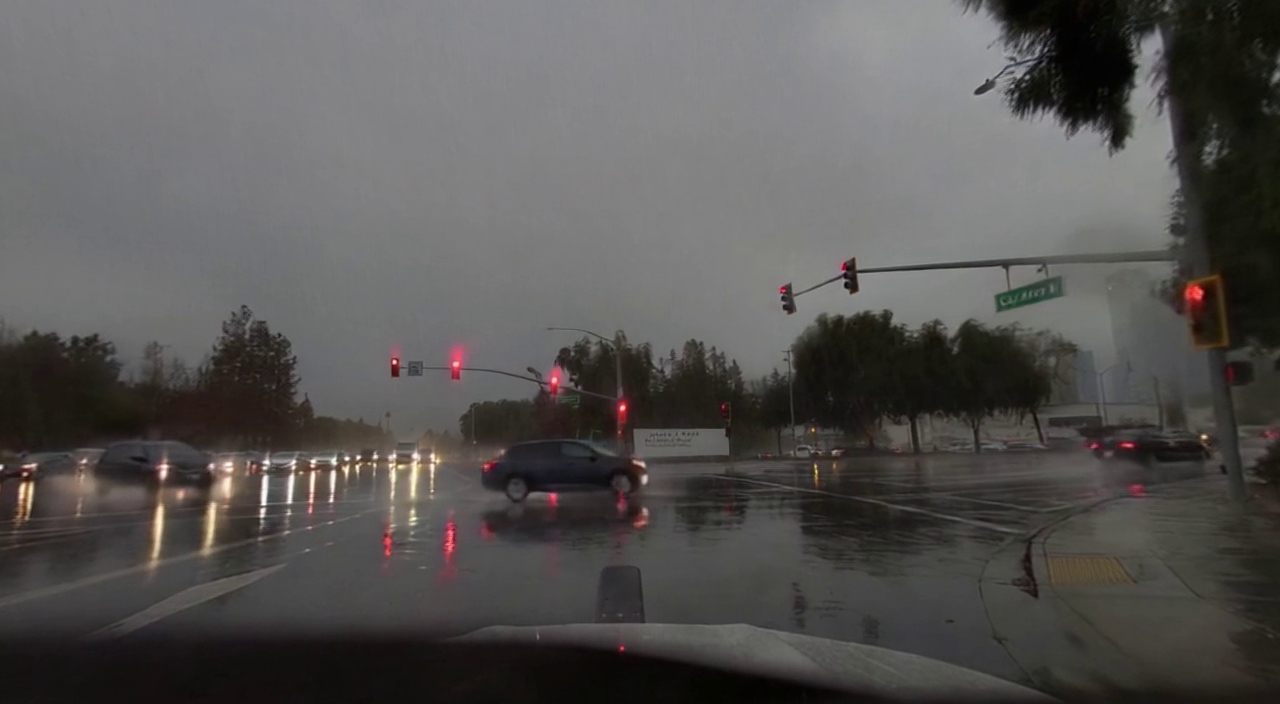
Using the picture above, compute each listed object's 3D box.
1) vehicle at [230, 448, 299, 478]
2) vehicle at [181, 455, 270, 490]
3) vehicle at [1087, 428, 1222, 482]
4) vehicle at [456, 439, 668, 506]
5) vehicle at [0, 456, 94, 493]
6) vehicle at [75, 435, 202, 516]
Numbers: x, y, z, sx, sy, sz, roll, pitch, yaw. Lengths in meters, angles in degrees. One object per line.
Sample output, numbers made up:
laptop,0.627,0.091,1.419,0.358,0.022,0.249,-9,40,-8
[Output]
vehicle,-26.332,7.769,44.531,2.213,1.956,5.254,1,-9,-8
vehicle,-20.007,5.794,30.730,1.999,1.468,4.702,2,-9,-12
vehicle,17.058,3.383,20.928,4.281,1.621,1.903,5,-10,-29
vehicle,-1.771,2.871,15.326,4.728,1.471,1.957,-1,-9,6
vehicle,-31.179,6.264,32.642,2.142,1.723,4.692,1,-9,-9
vehicle,-14.742,3.465,18.401,2.358,1.937,5.896,7,-12,-41
